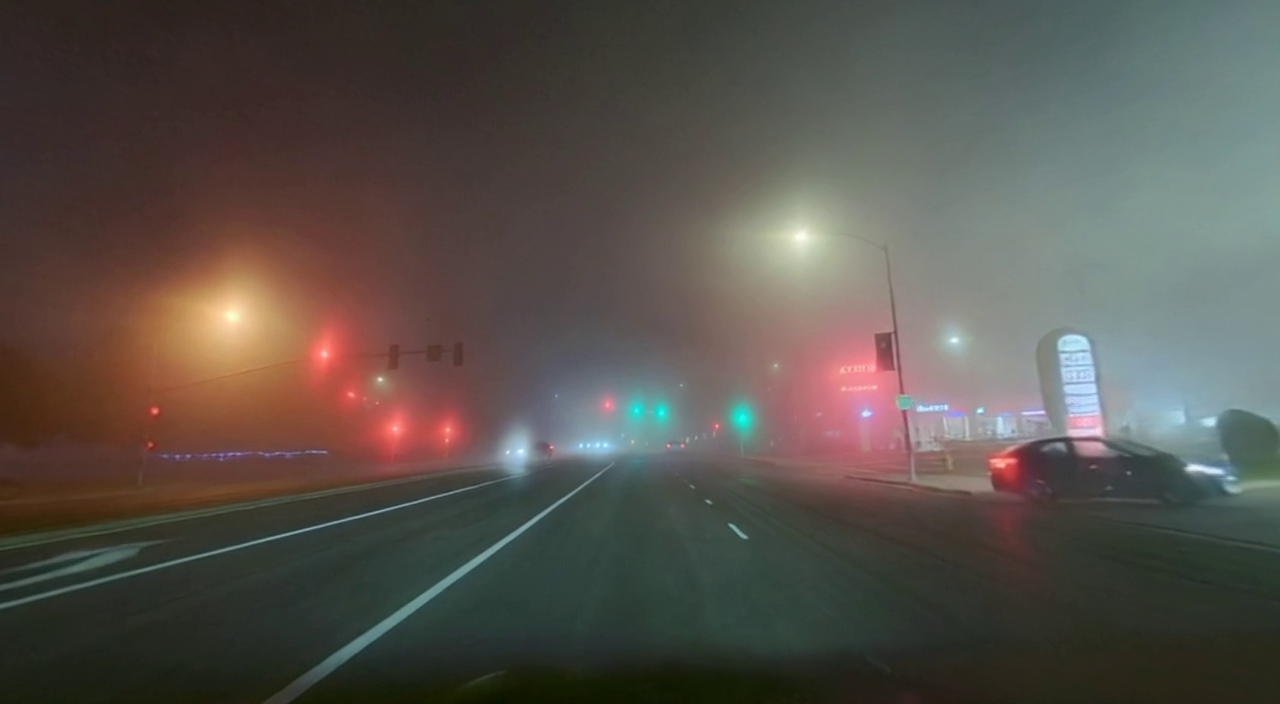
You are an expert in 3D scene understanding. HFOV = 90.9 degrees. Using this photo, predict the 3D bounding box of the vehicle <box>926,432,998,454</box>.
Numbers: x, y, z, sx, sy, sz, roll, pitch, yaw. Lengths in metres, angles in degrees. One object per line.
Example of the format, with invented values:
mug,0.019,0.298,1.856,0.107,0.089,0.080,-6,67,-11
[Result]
vehicle,22.447,6.323,43.950,4.694,1.481,1.884,4,-9,-25

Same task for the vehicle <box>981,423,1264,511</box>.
vehicle,9.452,2.277,12.683,4.007,1.591,1.915,-1,-8,3
